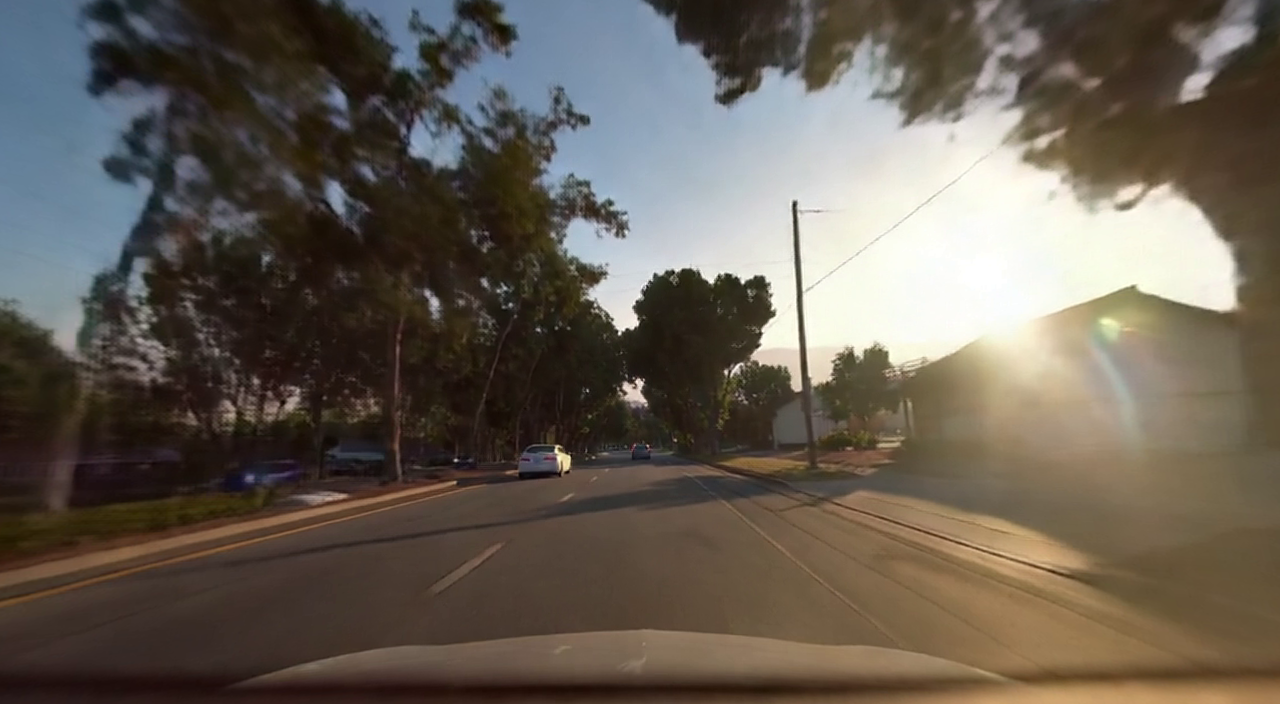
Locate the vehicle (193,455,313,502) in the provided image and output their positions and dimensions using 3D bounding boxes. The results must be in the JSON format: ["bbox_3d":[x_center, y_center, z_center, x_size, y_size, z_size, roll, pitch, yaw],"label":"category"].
[{"bbox_3d":[-15.260,4.961,25.206,1.752,1.590,4.745,0,-9,0],"label":"vehicle"}]

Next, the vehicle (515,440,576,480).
[{"bbox_3d":[-4.087,4.732,27.871,1.914,1.630,4.351,0,-9,1],"label":"vehicle"}]
